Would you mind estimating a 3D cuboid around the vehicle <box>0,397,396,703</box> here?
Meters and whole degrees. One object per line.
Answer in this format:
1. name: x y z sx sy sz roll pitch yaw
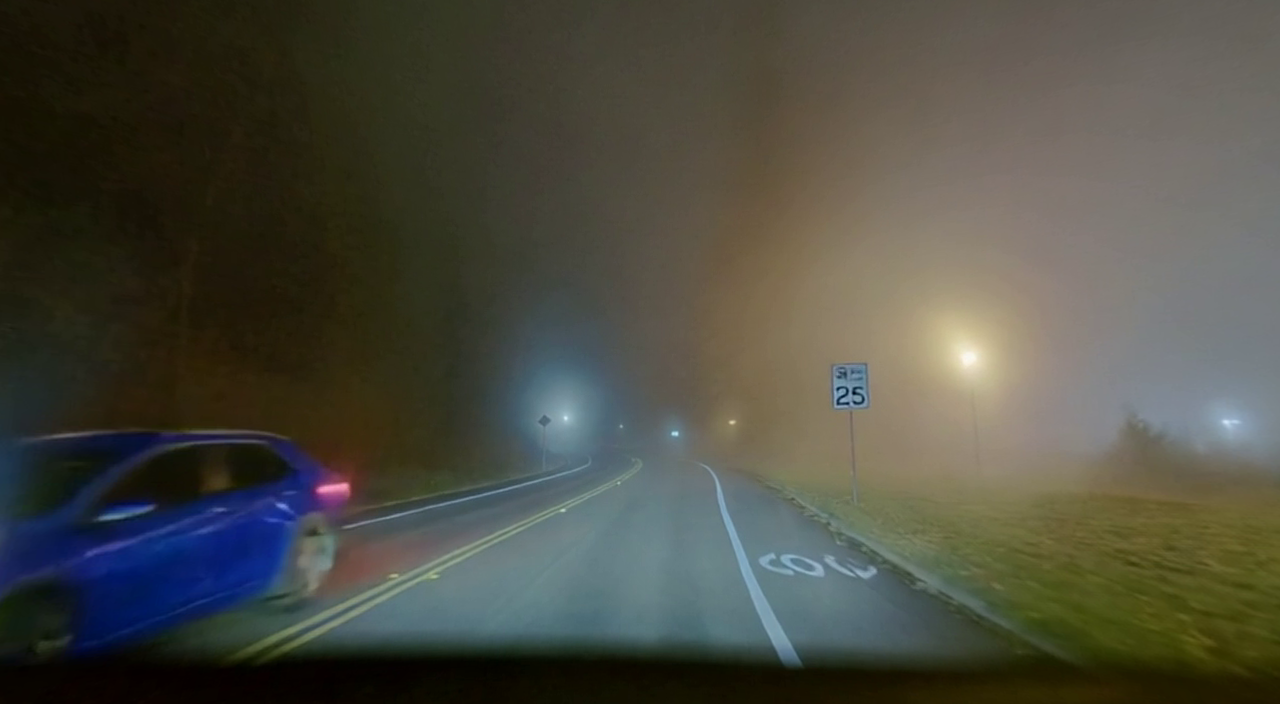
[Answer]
1. vehicle: -3.823 1.236 4.654 2.190 1.499 4.209 0 -8 3
